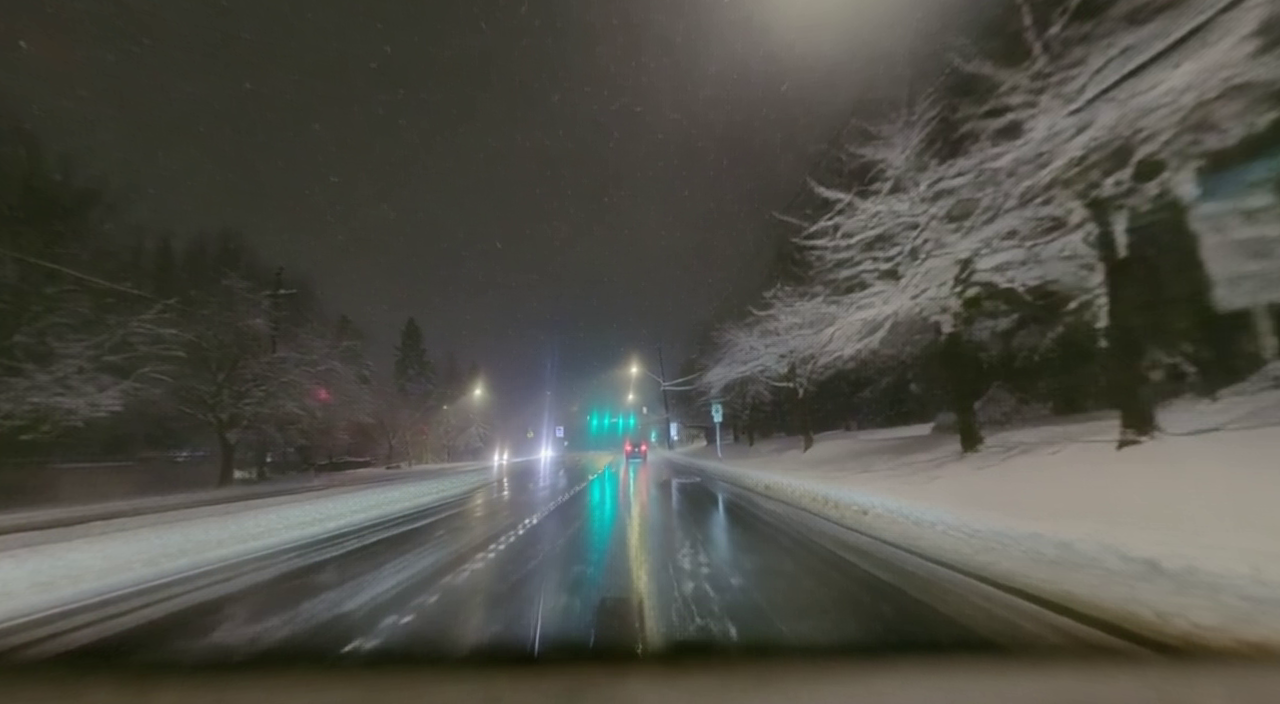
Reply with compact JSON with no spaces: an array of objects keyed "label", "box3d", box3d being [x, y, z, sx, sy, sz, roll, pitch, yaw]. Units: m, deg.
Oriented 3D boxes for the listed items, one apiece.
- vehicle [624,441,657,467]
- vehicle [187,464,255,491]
[{"label":"vehicle","box3d":[-0.005,6.737,41.711,2.045,1.613,4.210,0,-8,-1]},{"label":"vehicle","box3d":[-30.038,8.993,45.498,1.949,1.702,4.593,1,-9,-3]}]
